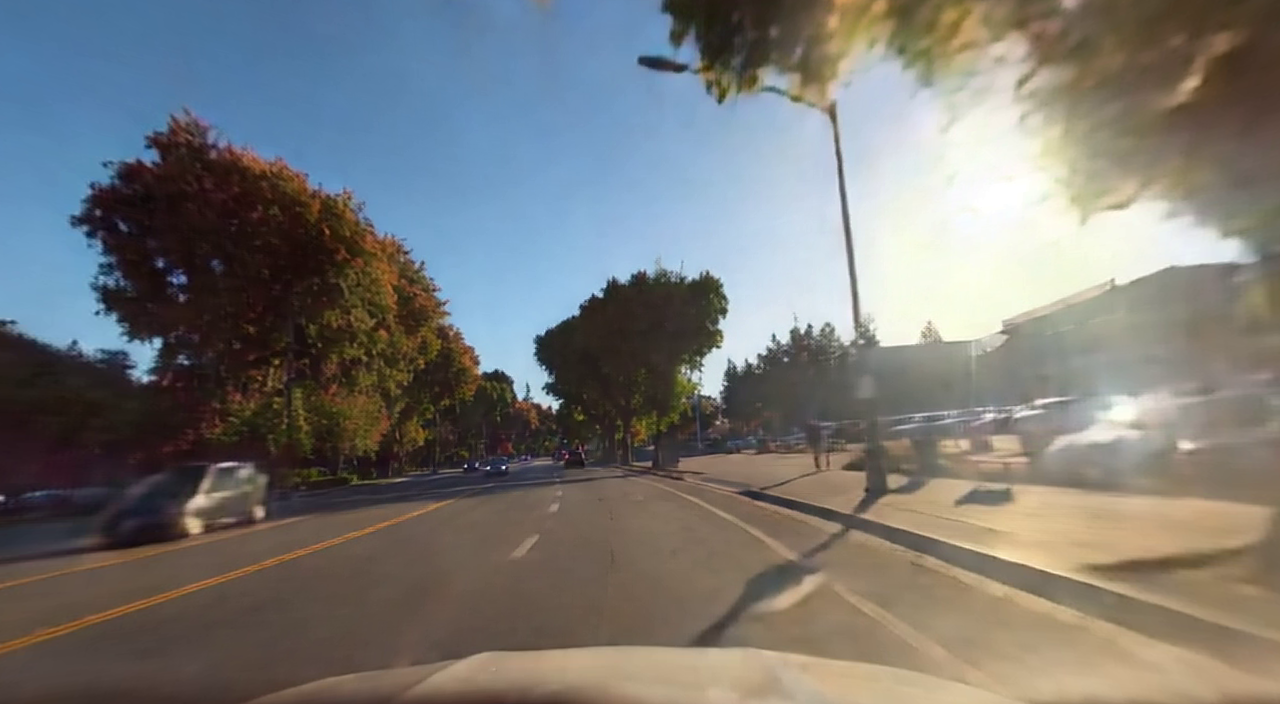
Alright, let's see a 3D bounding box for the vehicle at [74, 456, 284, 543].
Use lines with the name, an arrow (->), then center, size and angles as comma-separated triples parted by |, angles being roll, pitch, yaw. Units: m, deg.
vehicle -> -11.546, 3.659, 16.403 | 2.150, 1.754, 4.667 | 0, -8, -4
